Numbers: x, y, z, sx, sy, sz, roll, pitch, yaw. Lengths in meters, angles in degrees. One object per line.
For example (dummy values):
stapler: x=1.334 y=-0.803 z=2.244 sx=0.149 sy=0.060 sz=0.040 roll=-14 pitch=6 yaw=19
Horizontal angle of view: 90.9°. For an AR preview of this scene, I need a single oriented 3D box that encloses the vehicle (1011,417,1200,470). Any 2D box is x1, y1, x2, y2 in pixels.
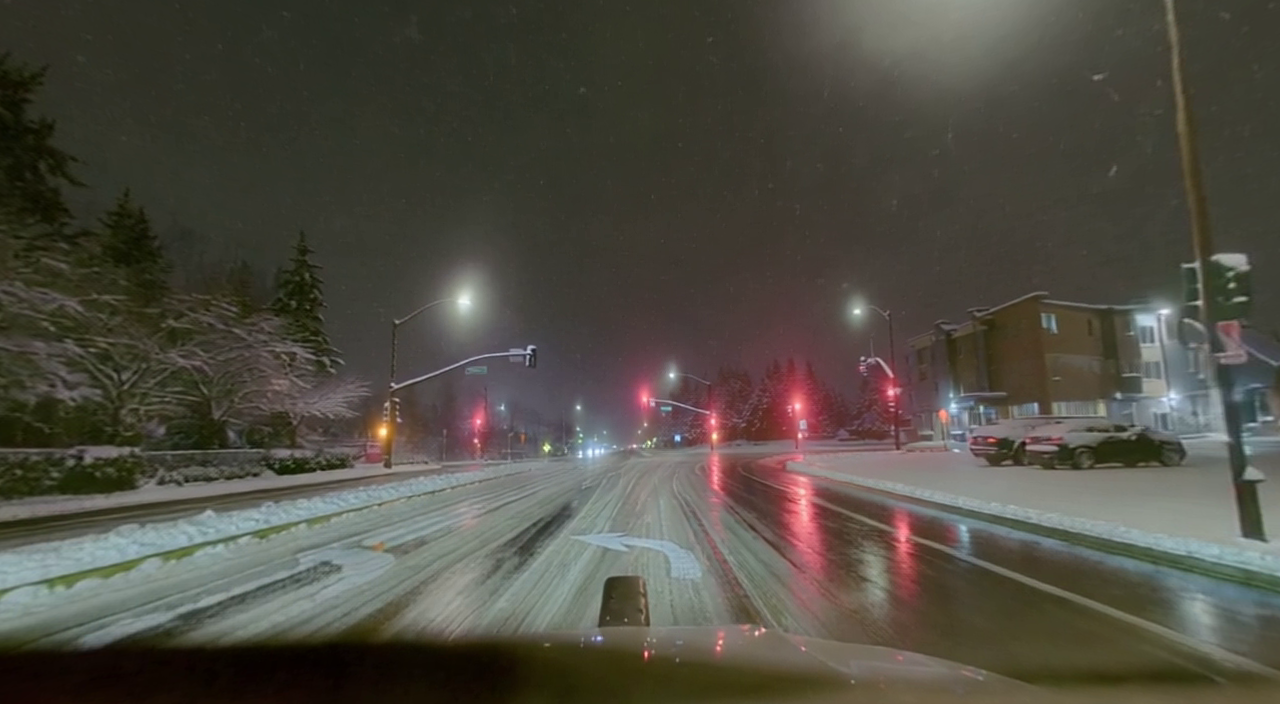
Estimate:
vehicle: x=13.888 y=2.760 z=18.994 sx=4.167 sy=1.476 sz=1.871 roll=0 pitch=-8 yaw=0
